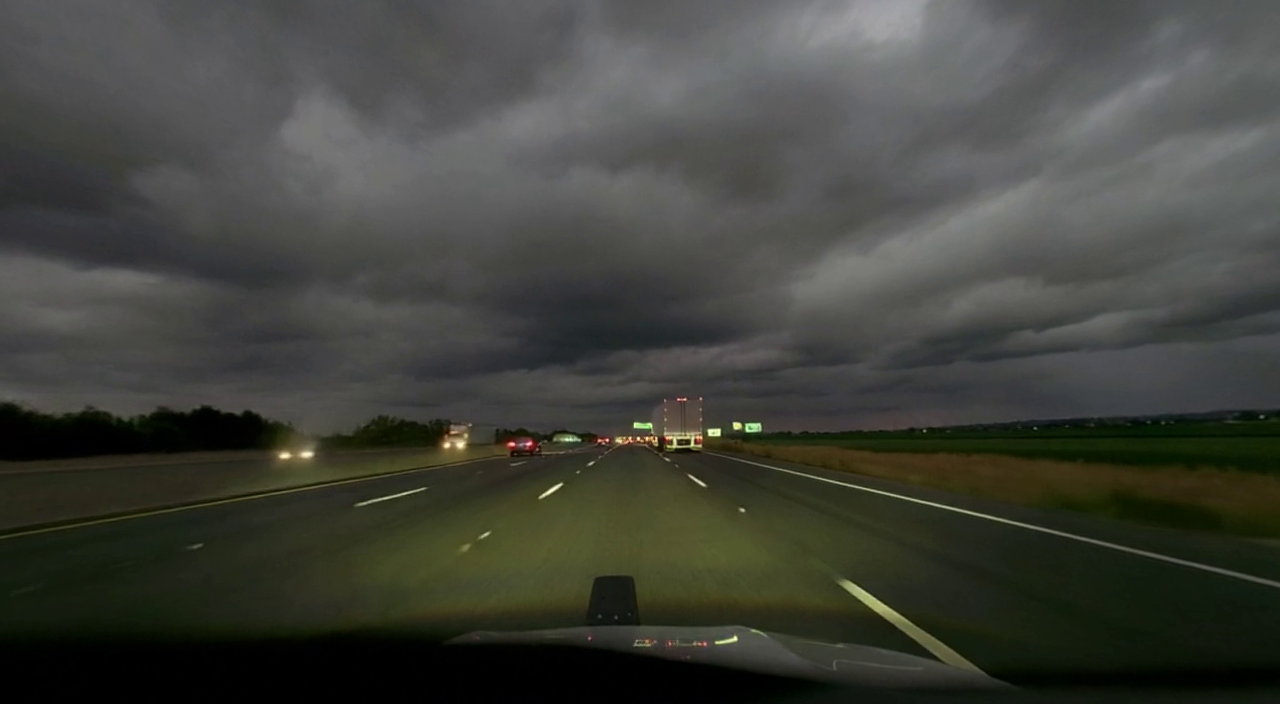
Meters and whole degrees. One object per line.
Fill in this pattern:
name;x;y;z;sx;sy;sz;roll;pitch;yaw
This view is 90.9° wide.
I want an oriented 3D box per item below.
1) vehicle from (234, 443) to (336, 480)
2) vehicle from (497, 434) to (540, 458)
vehicle;-16.037;4.945;28.760;2.083;1.500;4.374;0;-8;0
vehicle;-7.915;6.165;41.491;2.018;1.454;4.290;0;-8;-1
